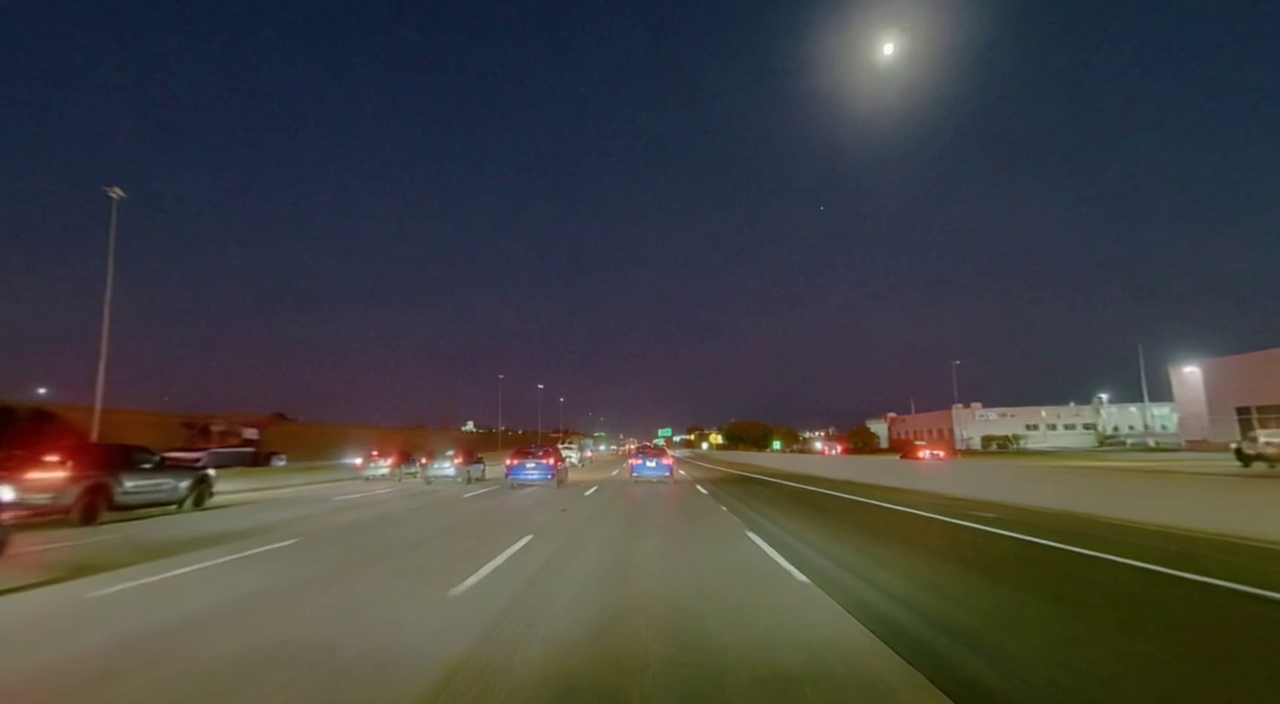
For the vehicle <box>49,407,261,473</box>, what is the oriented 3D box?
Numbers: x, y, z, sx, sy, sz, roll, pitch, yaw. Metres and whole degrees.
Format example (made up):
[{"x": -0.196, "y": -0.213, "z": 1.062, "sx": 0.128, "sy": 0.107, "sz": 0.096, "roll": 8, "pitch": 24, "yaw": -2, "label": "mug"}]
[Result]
[{"x": -26.721, "y": 5.075, "z": 35.996, "sx": 2.965, "sy": 3.126, "sz": 11.235, "roll": 0, "pitch": -8, "yaw": 1, "label": "vehicle"}]

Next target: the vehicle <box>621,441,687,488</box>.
[{"x": 0.465, "y": 3.875, "z": 22.142, "sx": 2.090, "sy": 1.474, "sz": 3.970, "roll": 0, "pitch": -8, "yaw": 1, "label": "vehicle"}]

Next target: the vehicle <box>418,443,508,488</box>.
[{"x": -6.329, "y": 4.094, "z": 23.133, "sx": 1.933, "sy": 1.439, "sz": 4.441, "roll": 0, "pitch": -8, "yaw": 1, "label": "vehicle"}]

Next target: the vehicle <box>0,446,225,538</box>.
[{"x": -10.030, "y": 2.474, "z": 11.821, "sx": 1.774, "sy": 1.408, "sz": 3.917, "roll": 0, "pitch": -8, "yaw": 1, "label": "vehicle"}]

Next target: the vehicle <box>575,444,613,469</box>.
[{"x": -2.916, "y": 6.771, "z": 40.992, "sx": 2.048, "sy": 1.497, "sz": 4.466, "roll": 0, "pitch": -8, "yaw": 2, "label": "vehicle"}]

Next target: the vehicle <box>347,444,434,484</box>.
[{"x": -10.137, "y": 4.541, "z": 25.977, "sx": 1.861, "sy": 1.495, "sz": 4.007, "roll": 0, "pitch": -8, "yaw": 1, "label": "vehicle"}]

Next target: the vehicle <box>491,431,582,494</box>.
[{"x": -3.084, "y": 3.396, "z": 19.734, "sx": 2.007, "sy": 1.730, "sz": 4.412, "roll": 0, "pitch": -8, "yaw": 1, "label": "vehicle"}]
